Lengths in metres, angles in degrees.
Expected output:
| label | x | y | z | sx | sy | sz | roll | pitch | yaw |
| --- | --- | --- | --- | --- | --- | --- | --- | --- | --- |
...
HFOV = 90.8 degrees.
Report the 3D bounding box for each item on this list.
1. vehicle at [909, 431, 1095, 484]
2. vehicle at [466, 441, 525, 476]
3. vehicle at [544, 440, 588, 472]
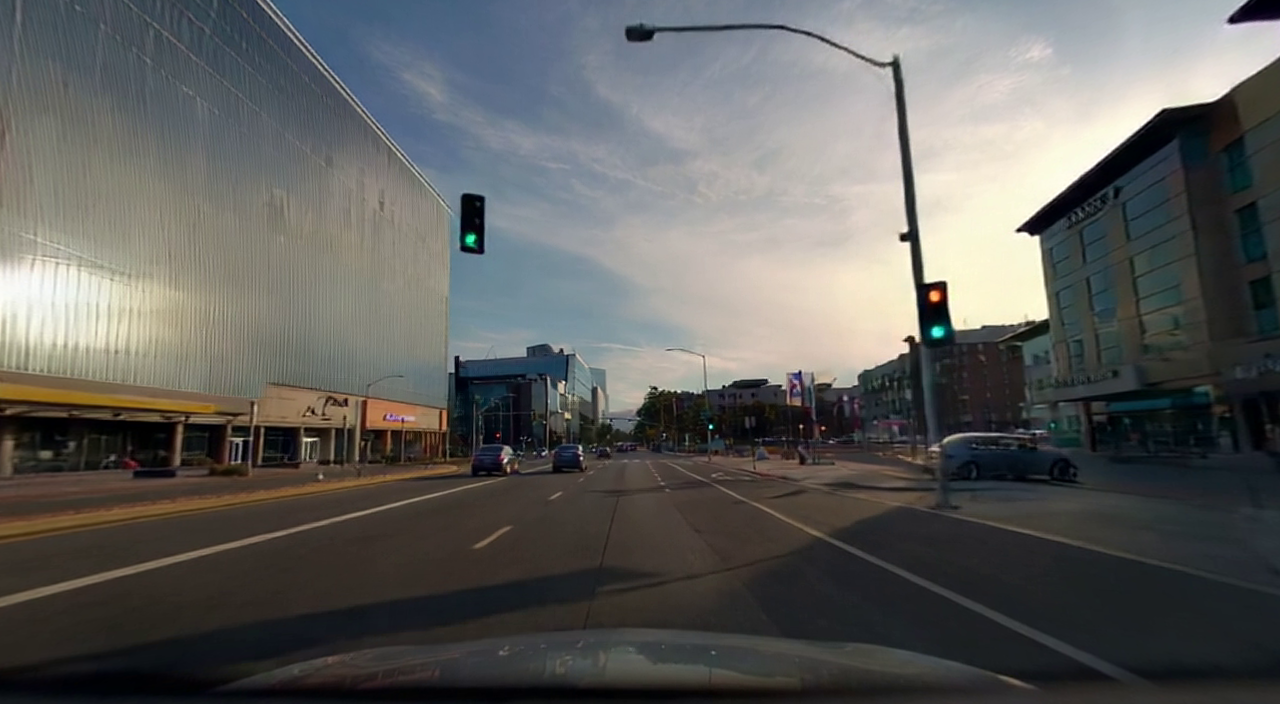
| label | x | y | z | sx | sy | sz | roll | pitch | yaw |
| --- | --- | --- | --- | --- | --- | --- | --- | --- | --- |
| vehicle | 11.037 | 3.265 | 19.591 | 4.513 | 1.541 | 1.948 | -1 | -9 | 6 |
| vehicle | -7.219 | 5.353 | 32.035 | 1.909 | 1.605 | 4.561 | 0 | -8 | 0 |
| vehicle | -4.263 | 6.016 | 36.845 | 2.052 | 1.729 | 4.195 | 0 | -8 | 0 |
